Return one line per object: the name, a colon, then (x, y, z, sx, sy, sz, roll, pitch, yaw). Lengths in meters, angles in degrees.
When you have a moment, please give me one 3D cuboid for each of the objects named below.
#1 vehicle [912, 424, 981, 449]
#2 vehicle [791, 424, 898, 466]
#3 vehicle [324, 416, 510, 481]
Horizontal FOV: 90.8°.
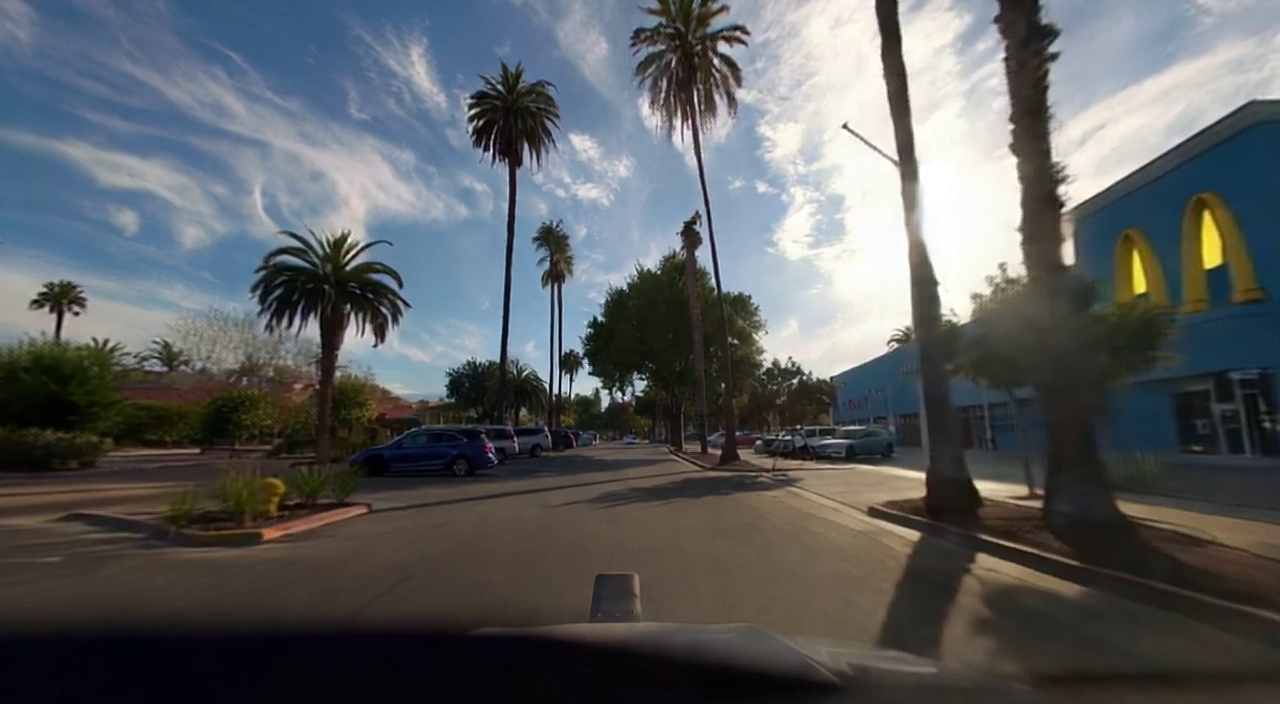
vehicle: (21.100, 5.869, 43.517, 4.120, 1.659, 1.894, -5, -10, 28)
vehicle: (9.267, 4.197, 28.582, 4.509, 1.759, 2.077, 5, -10, -30)
vehicle: (-7.101, 3.102, 20.319, 5.210, 1.834, 2.281, 5, -10, -30)
